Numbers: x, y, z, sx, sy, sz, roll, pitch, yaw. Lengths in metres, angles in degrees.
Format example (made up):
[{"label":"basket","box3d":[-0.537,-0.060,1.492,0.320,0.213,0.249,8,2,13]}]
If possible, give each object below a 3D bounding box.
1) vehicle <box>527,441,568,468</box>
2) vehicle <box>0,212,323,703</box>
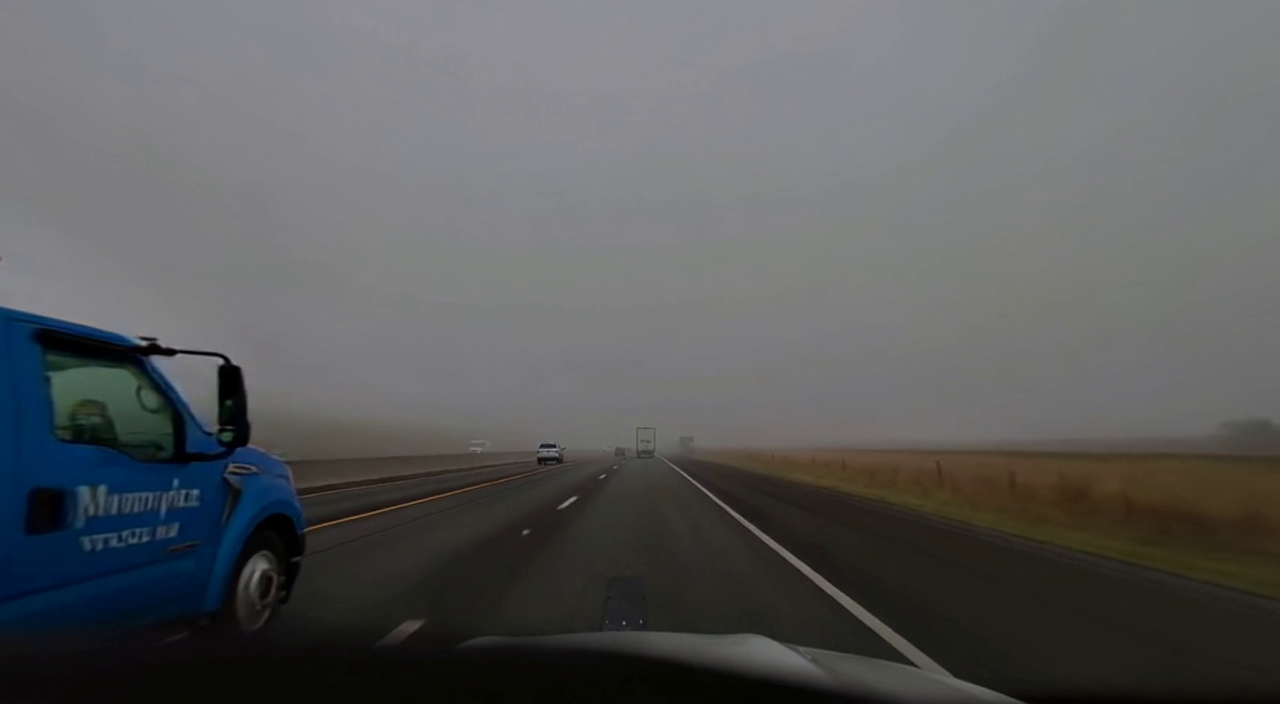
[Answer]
[{"label":"vehicle","box3d":[-6.758,7.523,46.533,2.193,1.866,4.807,0,-8,1]},{"label":"vehicle","box3d":[-3.796,0.495,1.246,2.791,2.330,6.725,0,-8,0]}]
